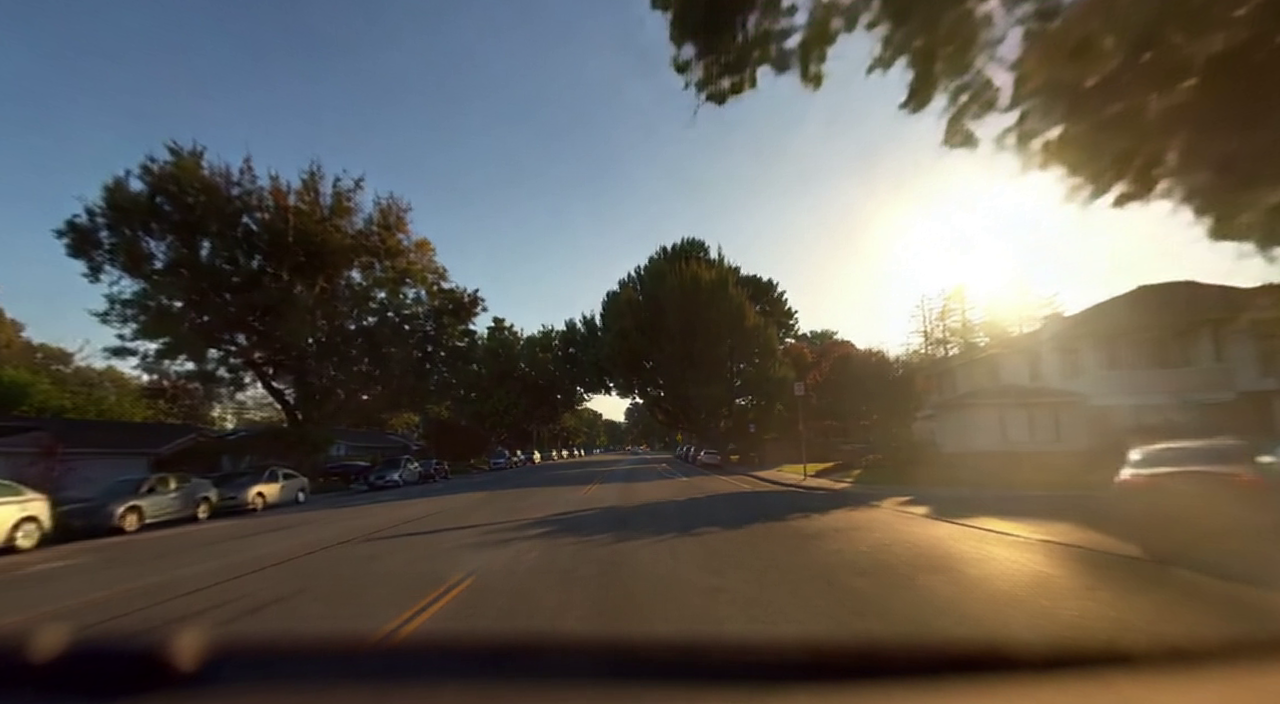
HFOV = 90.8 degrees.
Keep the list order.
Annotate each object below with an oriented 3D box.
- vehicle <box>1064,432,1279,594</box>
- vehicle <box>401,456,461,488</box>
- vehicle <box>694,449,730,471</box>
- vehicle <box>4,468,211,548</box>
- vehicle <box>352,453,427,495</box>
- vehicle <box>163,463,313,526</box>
[{"bbox_3d":[6.907,1.795,7.916,2.022,1.471,4.432,-7,-11,40],"label":"vehicle"},{"bbox_3d":[-12.043,6.896,36.684,1.872,1.472,4.719,-6,-9,-1],"label":"vehicle"},{"bbox_3d":[5.176,7.794,45.846,1.923,1.454,4.460,0,-9,-2],"label":"vehicle"},{"bbox_3d":[-12.424,3.609,15.135,1.676,1.496,3.804,0,-9,-1],"label":"vehicle"},{"bbox_3d":[-12.518,6.077,31.871,1.988,1.741,4.379,-6,-9,-1],"label":"vehicle"},{"bbox_3d":[-12.332,4.337,19.803,1.795,1.472,4.601,-5,-9,-1],"label":"vehicle"}]
